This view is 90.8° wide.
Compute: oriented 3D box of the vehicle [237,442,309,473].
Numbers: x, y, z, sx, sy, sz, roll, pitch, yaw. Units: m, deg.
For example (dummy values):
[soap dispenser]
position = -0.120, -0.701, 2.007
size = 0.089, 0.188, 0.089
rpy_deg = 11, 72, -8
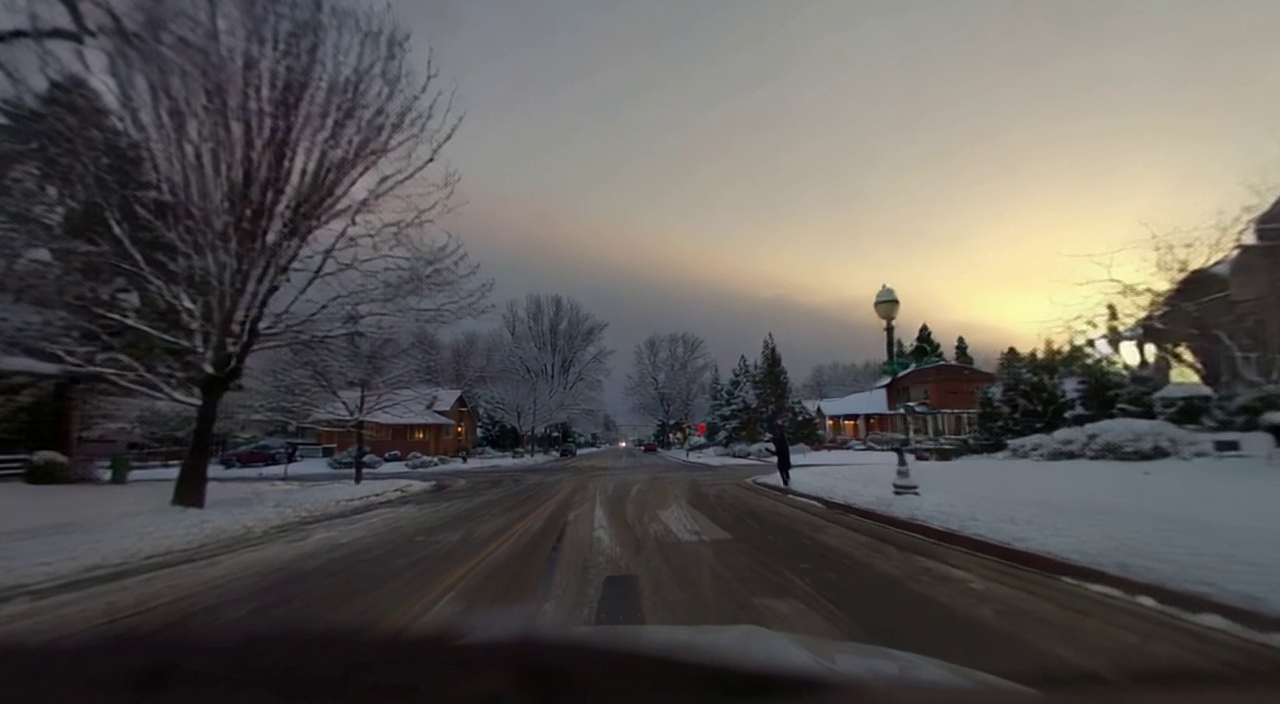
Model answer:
[vehicle]
position = -25.429, 7.346, 43.967
size = 2.004, 1.856, 4.934
rpy_deg = -4, -9, 1
